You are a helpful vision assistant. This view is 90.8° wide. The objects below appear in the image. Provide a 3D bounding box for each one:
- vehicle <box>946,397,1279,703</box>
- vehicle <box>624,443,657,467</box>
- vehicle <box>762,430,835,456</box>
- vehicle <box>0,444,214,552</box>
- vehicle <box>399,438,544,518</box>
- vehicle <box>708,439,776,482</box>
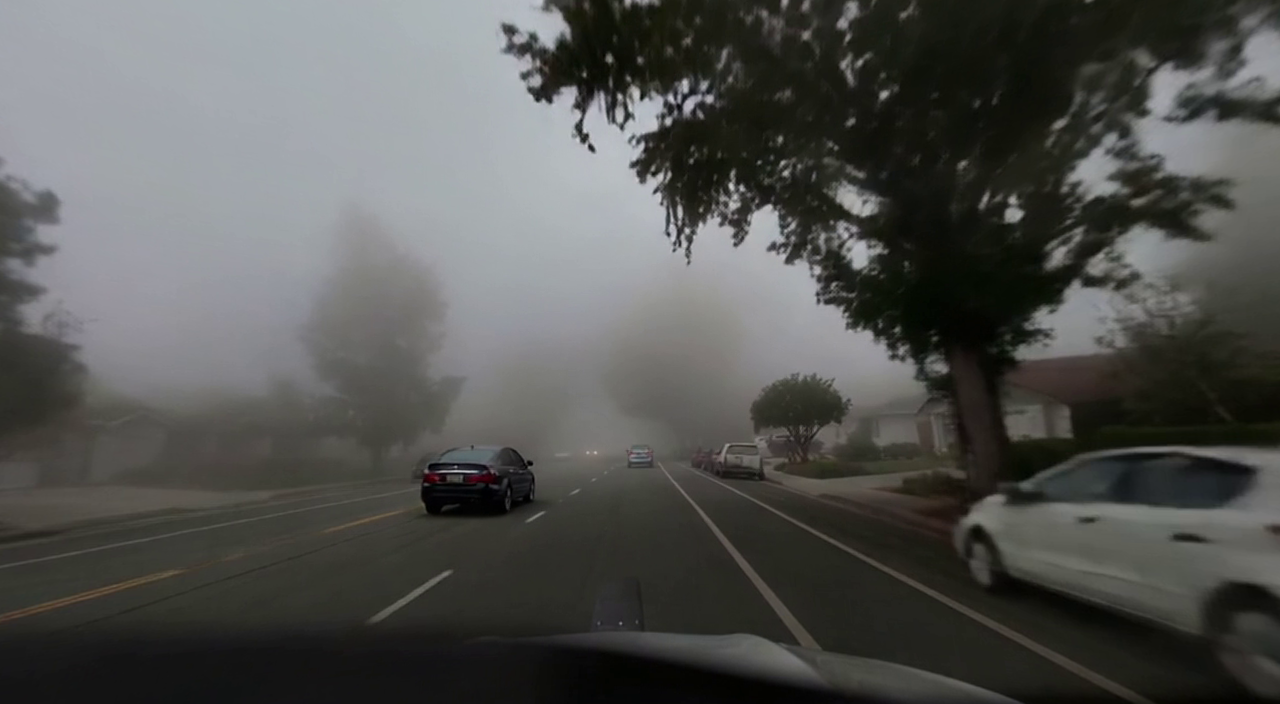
[{"bbox_3d":[3.905,1.169,3.994,1.897,1.589,4.053,0,-8,0],"label":"vehicle"},{"bbox_3d":[0.066,6.785,41.754,2.088,1.495,4.048,0,-8,1],"label":"vehicle"},{"bbox_3d":[11.719,6.756,46.872,4.923,1.878,1.953,-1,-8,3],"label":"vehicle"},{"bbox_3d":[-10.879,2.682,12.388,1.933,1.712,4.354,0,-8,1],"label":"vehicle"},{"bbox_3d":[-3.527,2.711,14.190,2.027,1.477,4.413,0,-8,0],"label":"vehicle"},{"bbox_3d":[4.336,4.700,27.762,2.045,1.702,4.916,0,-8,-1],"label":"vehicle"}]
